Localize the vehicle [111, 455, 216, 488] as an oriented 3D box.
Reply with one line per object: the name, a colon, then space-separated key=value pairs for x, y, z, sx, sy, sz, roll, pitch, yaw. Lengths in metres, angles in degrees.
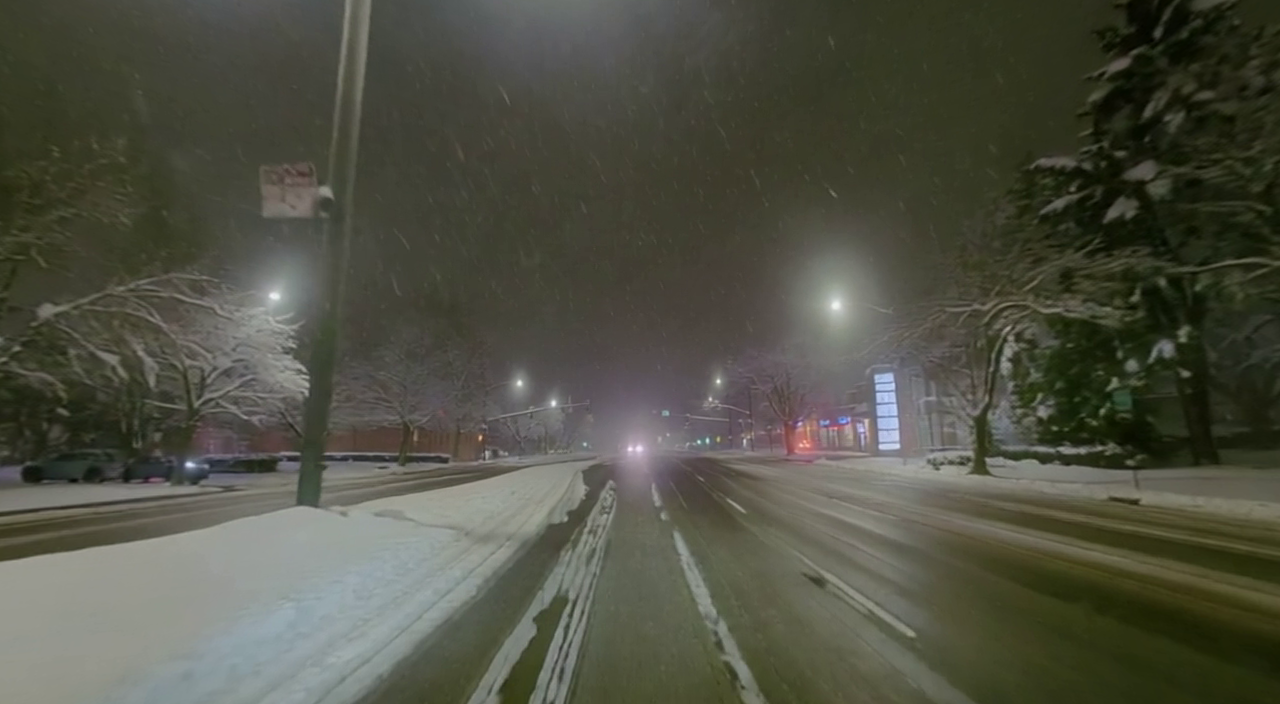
vehicle: x=-24.854 y=6.208 z=33.189 sx=1.908 sy=1.502 sz=4.584 roll=0 pitch=-8 yaw=1

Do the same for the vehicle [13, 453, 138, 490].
vehicle: x=-29.700 y=6.263 z=33.477 sx=2.101 sy=1.733 sz=4.689 roll=0 pitch=-8 yaw=3
